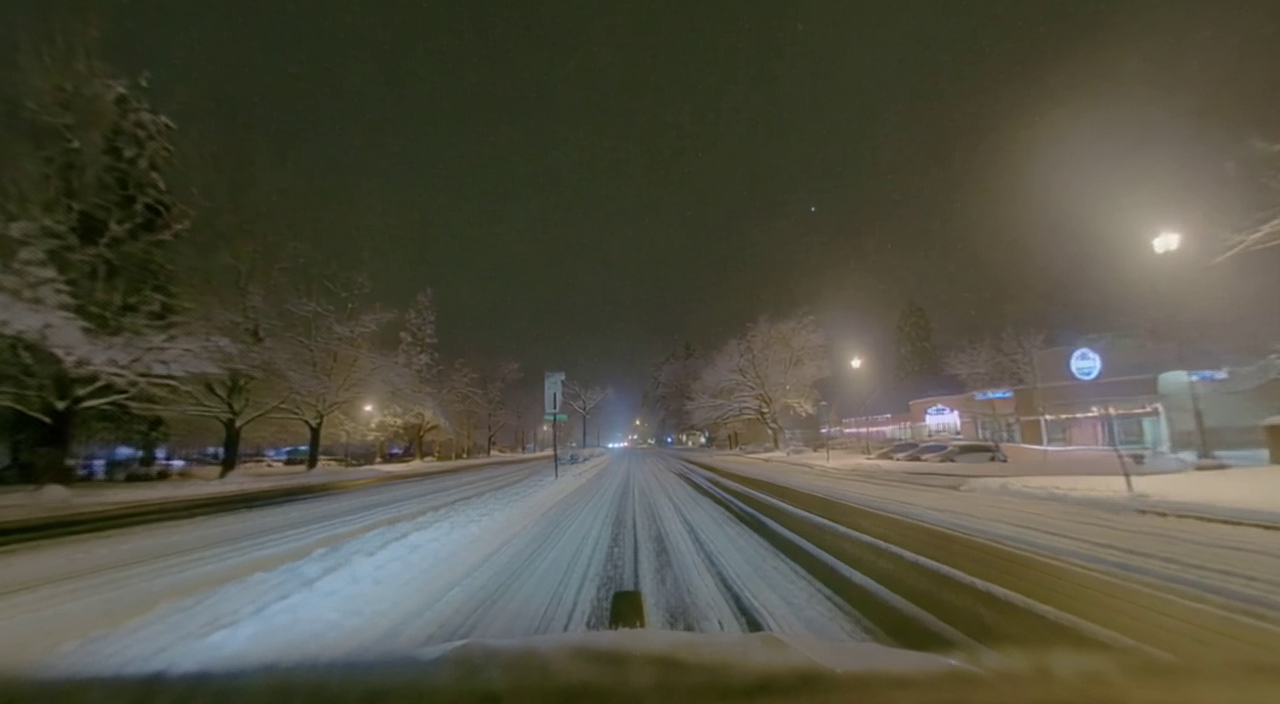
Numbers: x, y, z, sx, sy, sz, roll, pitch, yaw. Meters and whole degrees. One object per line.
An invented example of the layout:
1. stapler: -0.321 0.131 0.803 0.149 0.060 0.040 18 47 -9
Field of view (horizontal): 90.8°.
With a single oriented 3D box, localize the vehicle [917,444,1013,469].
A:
1. vehicle: 20.052 6.451 39.086 4.805 1.473 2.046 0 -9 -3
